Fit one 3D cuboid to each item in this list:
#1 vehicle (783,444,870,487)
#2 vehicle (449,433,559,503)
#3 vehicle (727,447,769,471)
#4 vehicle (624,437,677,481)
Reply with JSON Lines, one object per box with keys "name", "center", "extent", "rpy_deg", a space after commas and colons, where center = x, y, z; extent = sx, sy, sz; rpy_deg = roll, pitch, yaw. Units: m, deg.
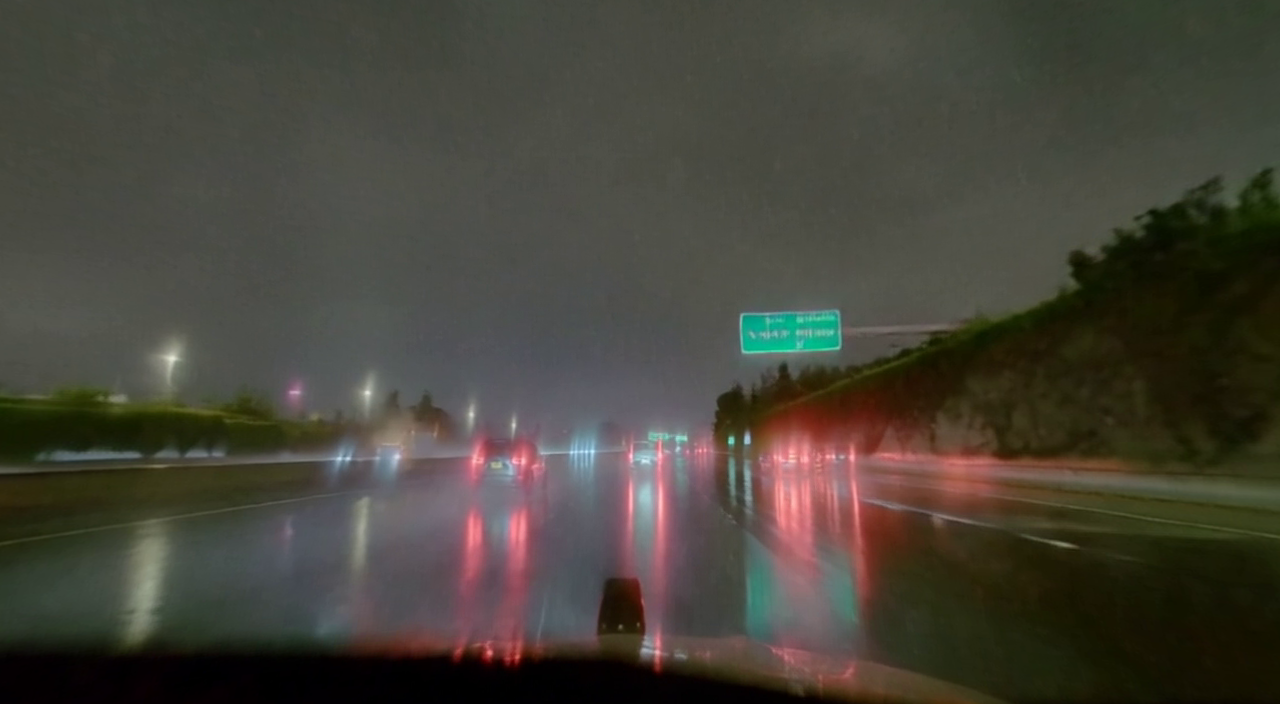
{"name": "vehicle", "center": [6.977, 4.280, 24.058], "extent": [1.936, 1.480, 4.373], "rpy_deg": [0, -9, 0]}
{"name": "vehicle", "center": [-3.774, 3.311, 18.345], "extent": [2.142, 1.759, 4.297], "rpy_deg": [0, -9, 2]}
{"name": "vehicle", "center": [7.044, 7.032, 41.529], "extent": [2.005, 1.456, 4.287], "rpy_deg": [0, -9, 0]}
{"name": "vehicle", "center": [0.494, 4.987, 29.594], "extent": [2.270, 1.862, 4.949], "rpy_deg": [0, -9, 1]}
